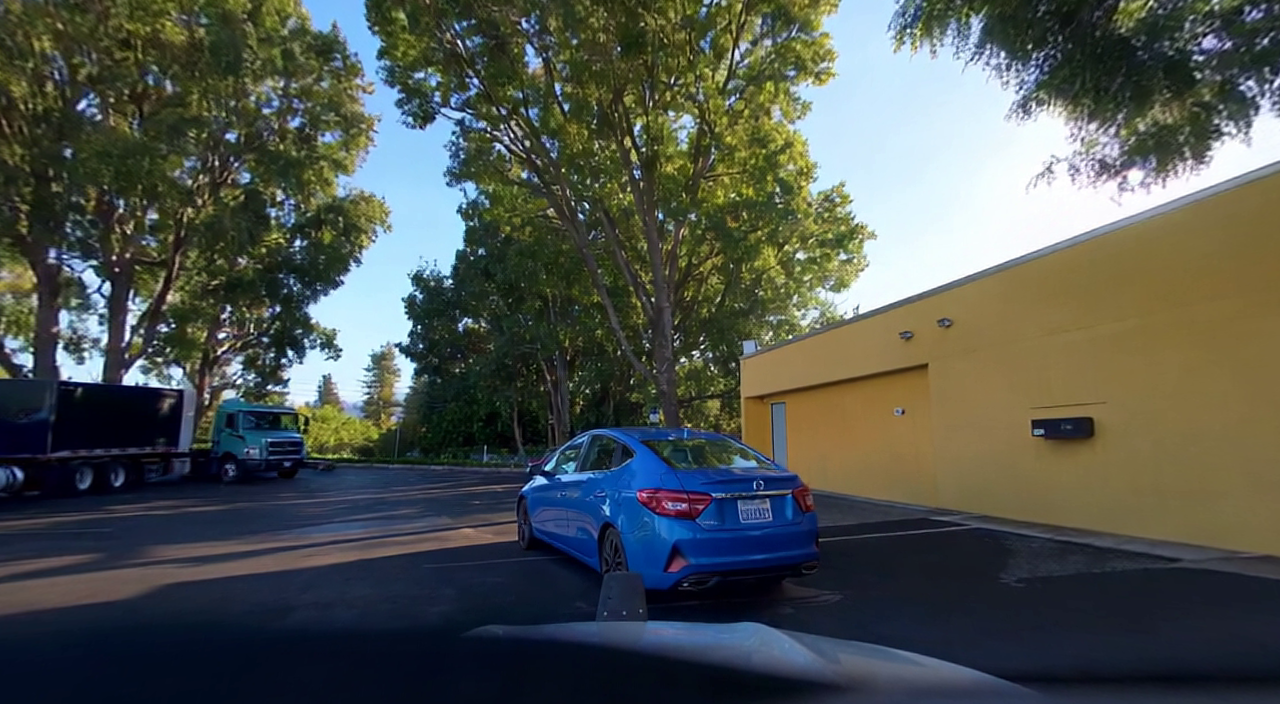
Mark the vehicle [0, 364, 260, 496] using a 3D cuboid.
[{"bbox_3d":[-19.507,3.057,23.711,11.906,4.069,2.948,-5,-10,28],"label":"vehicle"}]

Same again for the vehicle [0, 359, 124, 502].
[{"bbox_3d":[-21.974,2.743,21.011,11.512,3.871,3.038,-5,-10,29],"label":"vehicle"}]

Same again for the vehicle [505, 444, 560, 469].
[{"bbox_3d":[-6.801,6.652,40.156,1.809,1.506,3.473,-4,-10,24],"label":"vehicle"}]
